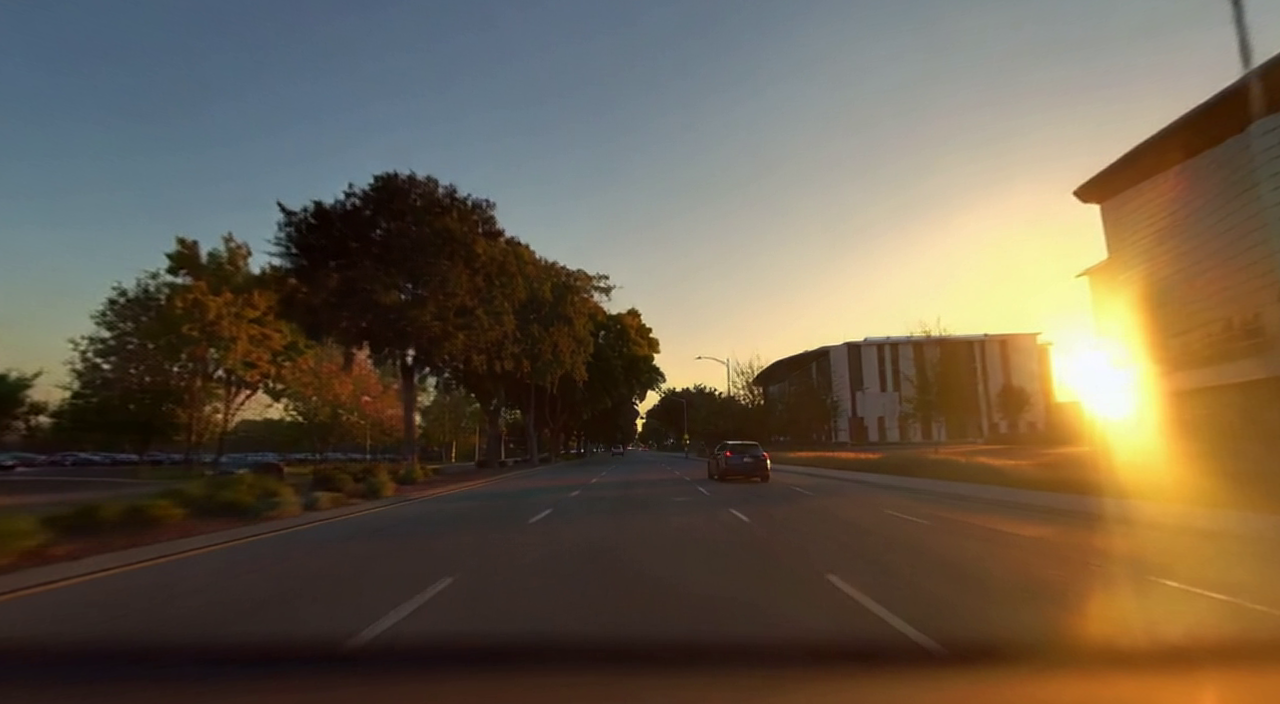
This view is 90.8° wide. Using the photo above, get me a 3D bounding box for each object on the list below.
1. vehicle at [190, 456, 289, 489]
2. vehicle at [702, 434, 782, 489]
[{"bbox_3d":[-19.903,5.972,31.692,1.880,1.455,4.654,0,-9,1],"label":"vehicle"},{"bbox_3d":[3.526,3.882,22.697,2.083,1.743,4.354,0,-8,-1],"label":"vehicle"}]
